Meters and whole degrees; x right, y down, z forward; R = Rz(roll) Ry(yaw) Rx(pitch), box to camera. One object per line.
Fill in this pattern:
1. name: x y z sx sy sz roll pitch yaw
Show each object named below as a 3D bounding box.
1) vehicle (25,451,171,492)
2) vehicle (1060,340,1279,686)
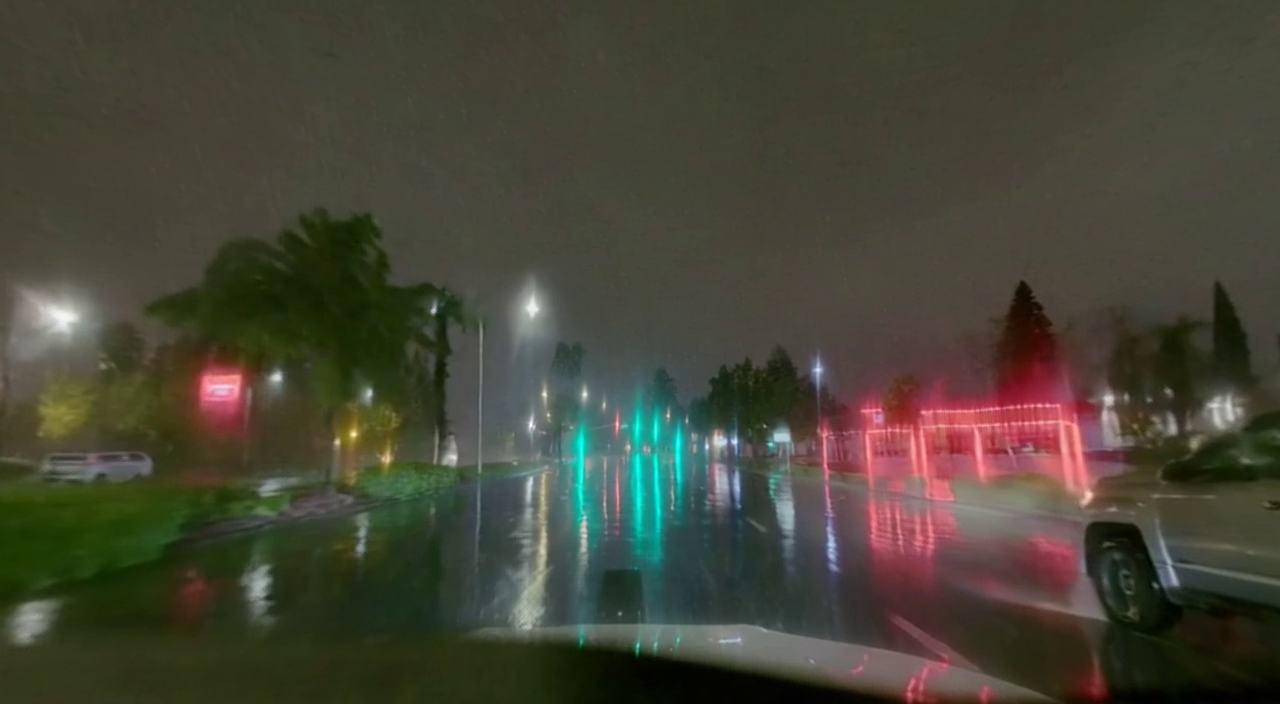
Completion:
1. vehicle: -22.581 4.964 26.650 1.864 1.510 4.664 -1 -8 3
2. vehicle: 4.747 0.802 2.805 2.185 1.956 5.128 0 -8 0
